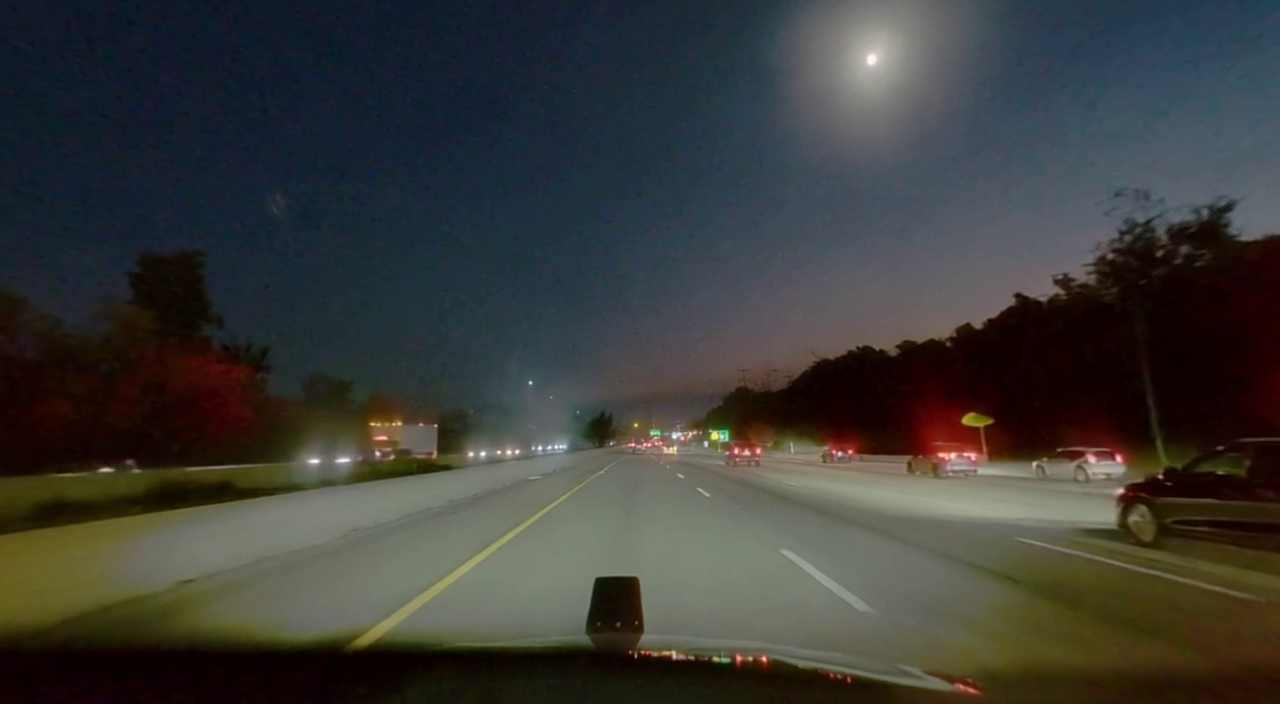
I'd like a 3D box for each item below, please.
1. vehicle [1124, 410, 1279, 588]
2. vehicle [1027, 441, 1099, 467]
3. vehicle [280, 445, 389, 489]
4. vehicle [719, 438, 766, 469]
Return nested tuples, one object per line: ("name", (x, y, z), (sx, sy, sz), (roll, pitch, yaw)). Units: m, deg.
("vehicle", (6.845, 1.287, 5.374), (1.902, 1.623, 4.360), (0, -8, 0))
("vehicle", (28.260, 6.792, 42.258), (1.961, 1.641, 4.335), (-1, -8, 3))
("vehicle", (-12.275, 4.623, 25.725), (1.946, 1.614, 4.913), (0, -8, 0))
("vehicle", (5.916, 5.901, 36.642), (2.035, 1.704, 3.867), (0, -8, 0))
